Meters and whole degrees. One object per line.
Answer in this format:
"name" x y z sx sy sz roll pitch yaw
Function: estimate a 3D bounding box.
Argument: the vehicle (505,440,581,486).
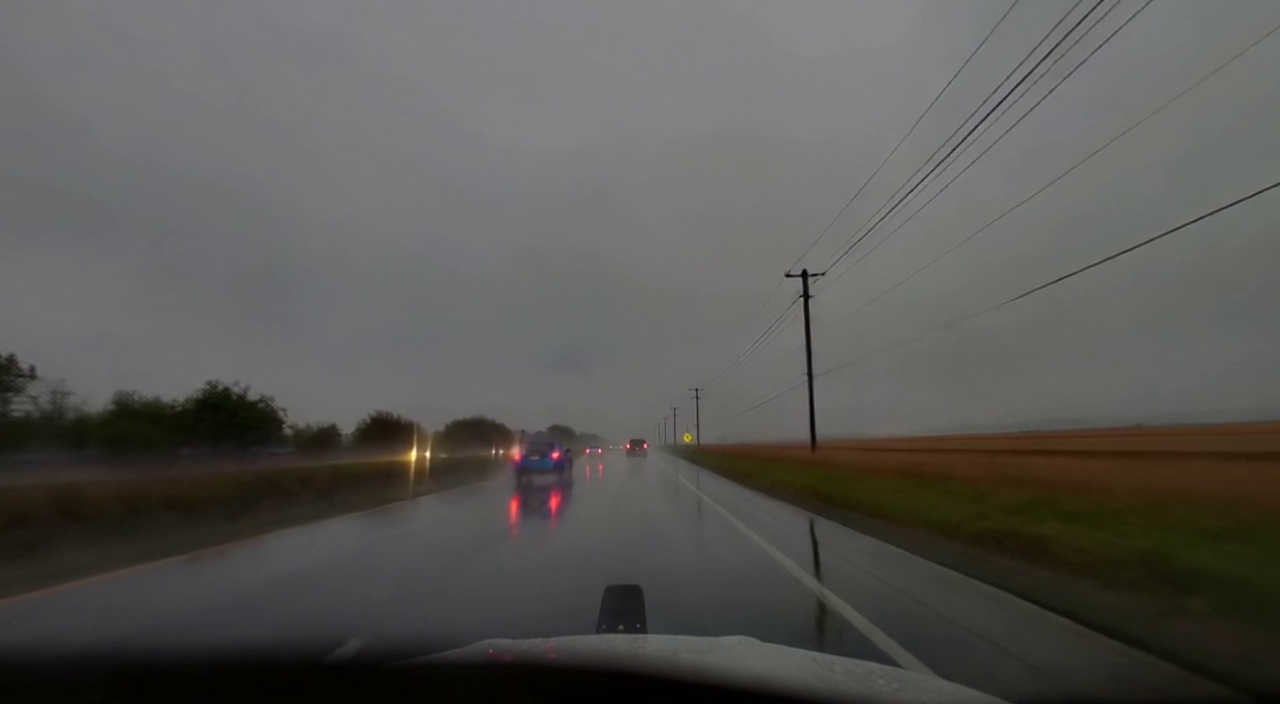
"vehicle" -3.668 4.307 24.786 2.120 1.597 4.810 0 -9 1
